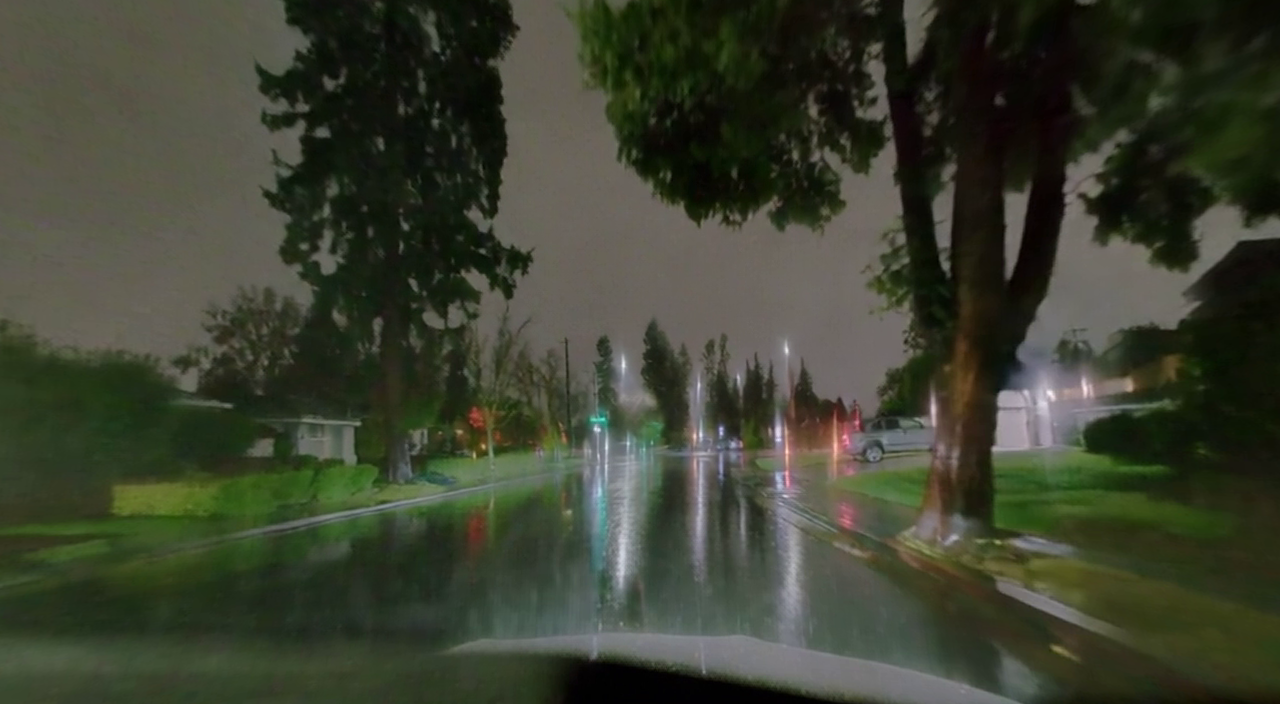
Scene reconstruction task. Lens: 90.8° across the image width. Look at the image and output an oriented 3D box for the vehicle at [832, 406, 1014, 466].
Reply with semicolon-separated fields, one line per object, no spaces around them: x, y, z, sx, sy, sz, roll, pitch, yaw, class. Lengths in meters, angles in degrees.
11.098;3.383;25.331;6.053;2.240;2.582;-1;-9;6;vehicle
